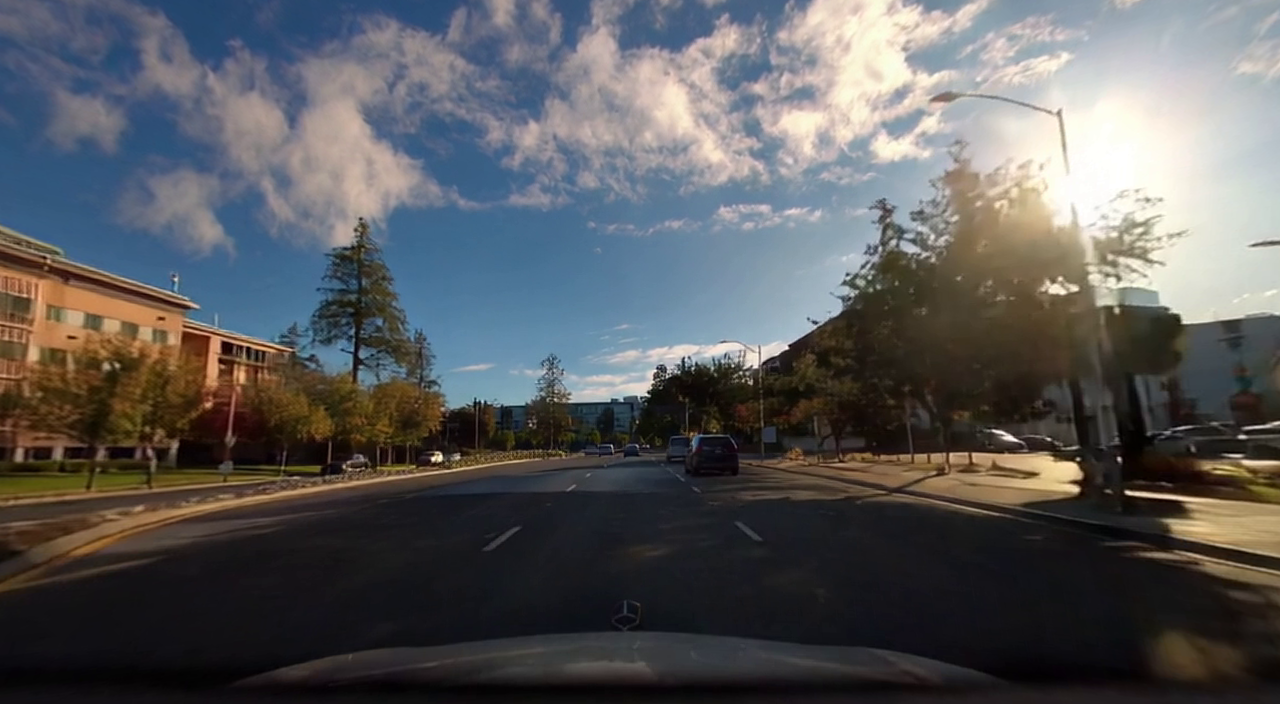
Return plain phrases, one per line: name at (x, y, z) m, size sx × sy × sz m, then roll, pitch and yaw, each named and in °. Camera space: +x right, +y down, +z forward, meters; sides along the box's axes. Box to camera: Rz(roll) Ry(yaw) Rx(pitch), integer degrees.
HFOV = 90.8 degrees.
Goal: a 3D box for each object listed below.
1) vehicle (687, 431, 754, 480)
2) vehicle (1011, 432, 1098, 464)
vehicle at (3.135, 4.166, 25.604) m, size 2.060 × 1.816 × 4.343 m, roll 0°, pitch -8°, yaw -1°
vehicle at (27.788, 6.429, 42.398) m, size 4.609 × 1.919 × 1.985 m, roll 0°, pitch -8°, yaw -9°
